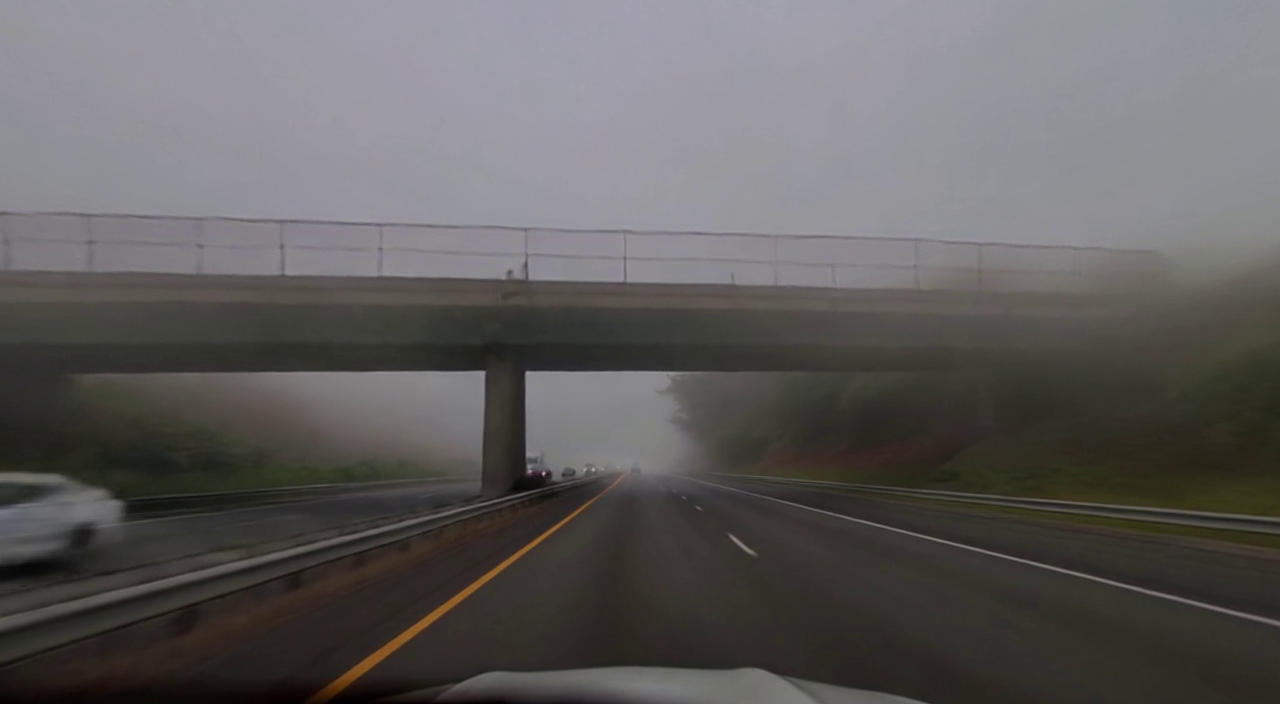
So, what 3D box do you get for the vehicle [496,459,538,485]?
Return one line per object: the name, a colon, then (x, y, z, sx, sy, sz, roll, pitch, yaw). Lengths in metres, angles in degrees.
vehicle: (-9.228, 9.061, 47.581, 2.142, 1.773, 4.793, 1, -10, 0)
